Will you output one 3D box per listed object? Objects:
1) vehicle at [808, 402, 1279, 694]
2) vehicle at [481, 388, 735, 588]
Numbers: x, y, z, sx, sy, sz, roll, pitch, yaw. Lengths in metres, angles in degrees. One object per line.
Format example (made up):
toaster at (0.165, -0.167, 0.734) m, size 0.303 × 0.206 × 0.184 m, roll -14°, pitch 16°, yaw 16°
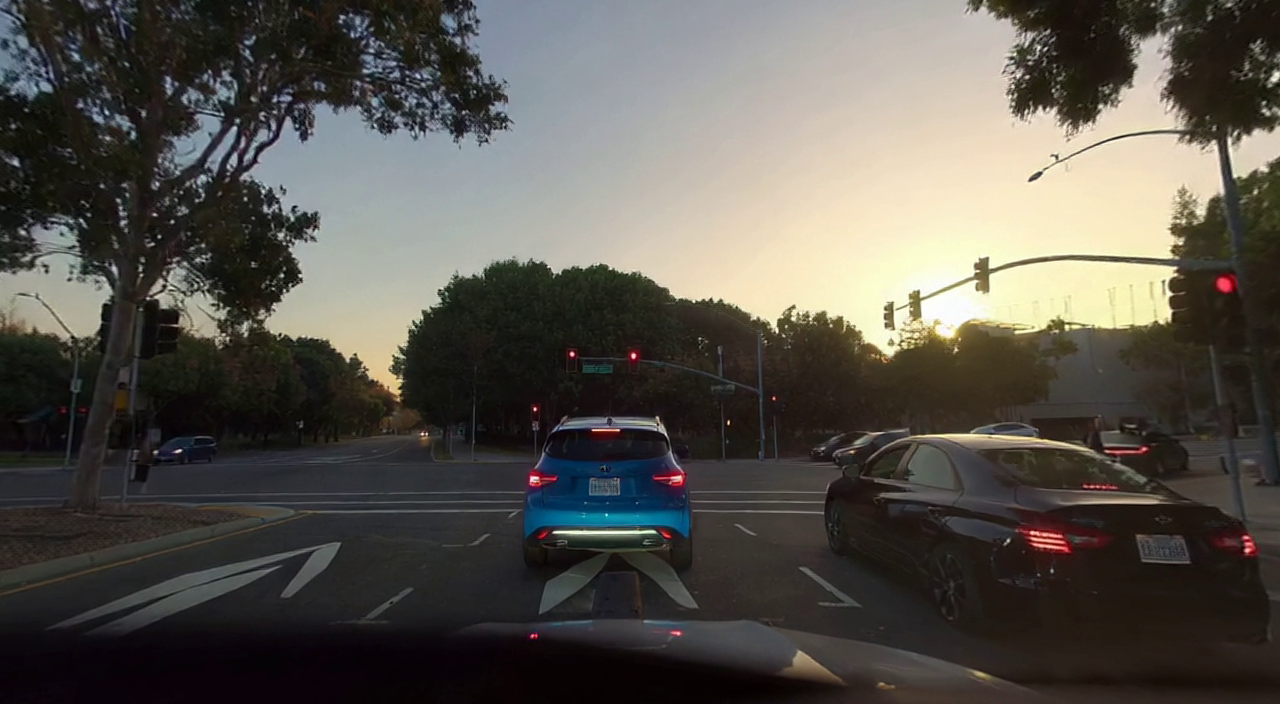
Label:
vehicle at (3.170, 1.405, 5.793) m, size 1.932 × 1.562 × 4.629 m, roll 0°, pitch -9°, yaw -1°
vehicle at (-0.342, 1.521, 7.801) m, size 2.247 × 1.760 × 4.231 m, roll 0°, pitch -9°, yaw -2°
